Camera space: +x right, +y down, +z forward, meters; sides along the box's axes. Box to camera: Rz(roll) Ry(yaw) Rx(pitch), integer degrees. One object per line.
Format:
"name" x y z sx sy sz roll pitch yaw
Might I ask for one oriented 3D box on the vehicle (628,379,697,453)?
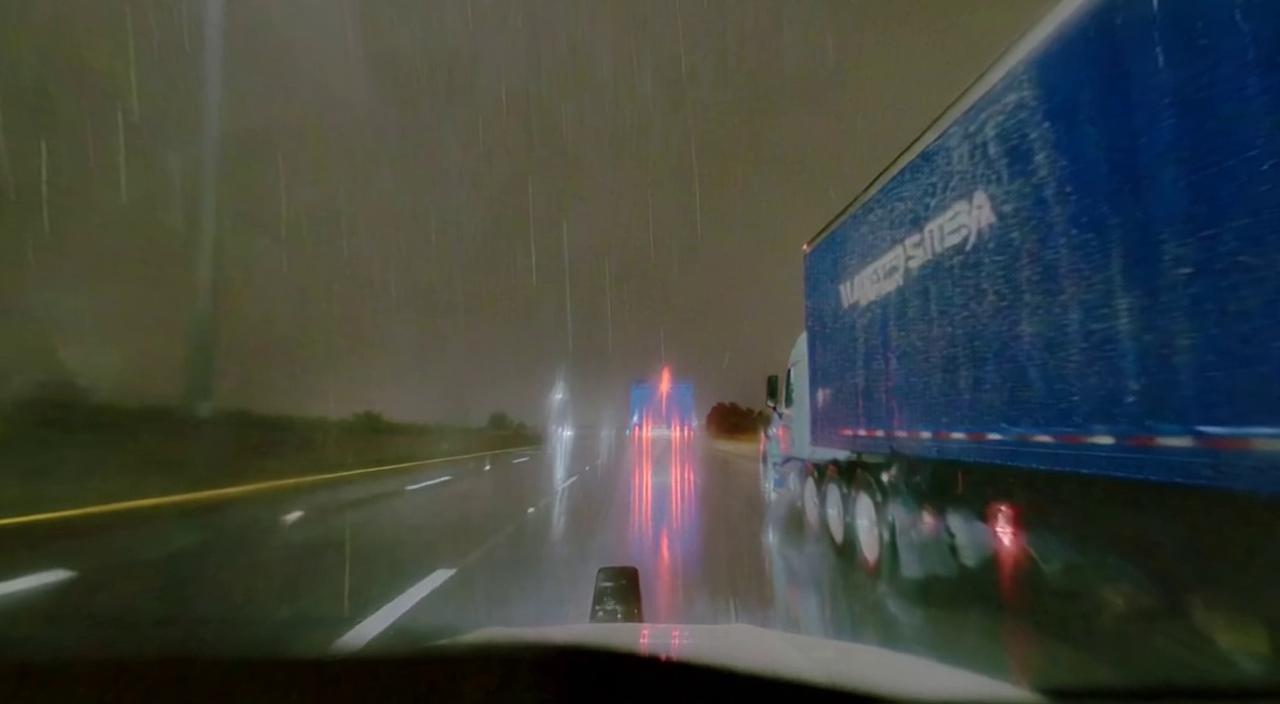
"vehicle" 1.258 4.034 37.839 3.446 3.698 12.089 0 -8 1
